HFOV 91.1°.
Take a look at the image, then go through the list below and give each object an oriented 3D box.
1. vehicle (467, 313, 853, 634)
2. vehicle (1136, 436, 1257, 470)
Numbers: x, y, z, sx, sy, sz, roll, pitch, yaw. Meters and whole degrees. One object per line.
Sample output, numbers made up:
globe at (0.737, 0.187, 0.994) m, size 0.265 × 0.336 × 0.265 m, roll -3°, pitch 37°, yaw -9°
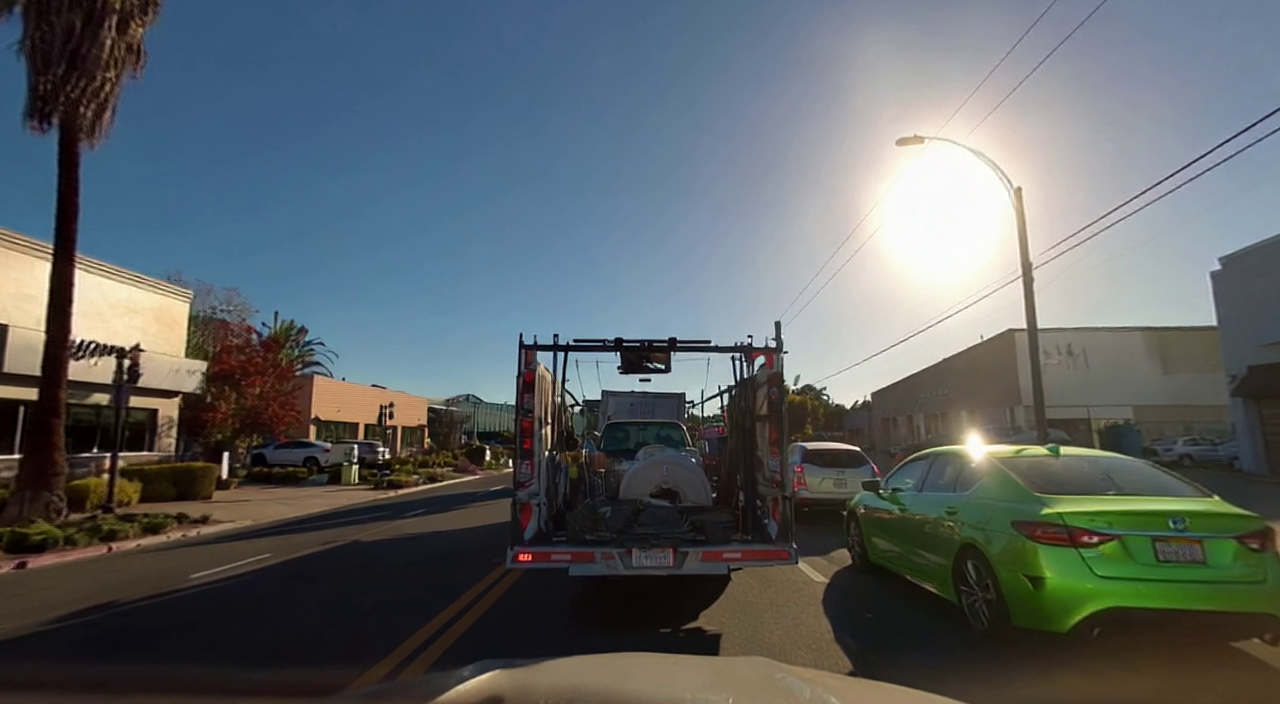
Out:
vehicle at (0.120, 1.331, 7.813) m, size 2.728 × 2.305 × 6.506 m, roll 0°, pitch -9°, yaw 0°
vehicle at (28.567, 5.184, 32.443) m, size 4.193 × 1.633 × 1.928 m, roll -4°, pitch -9°, yaw 26°
